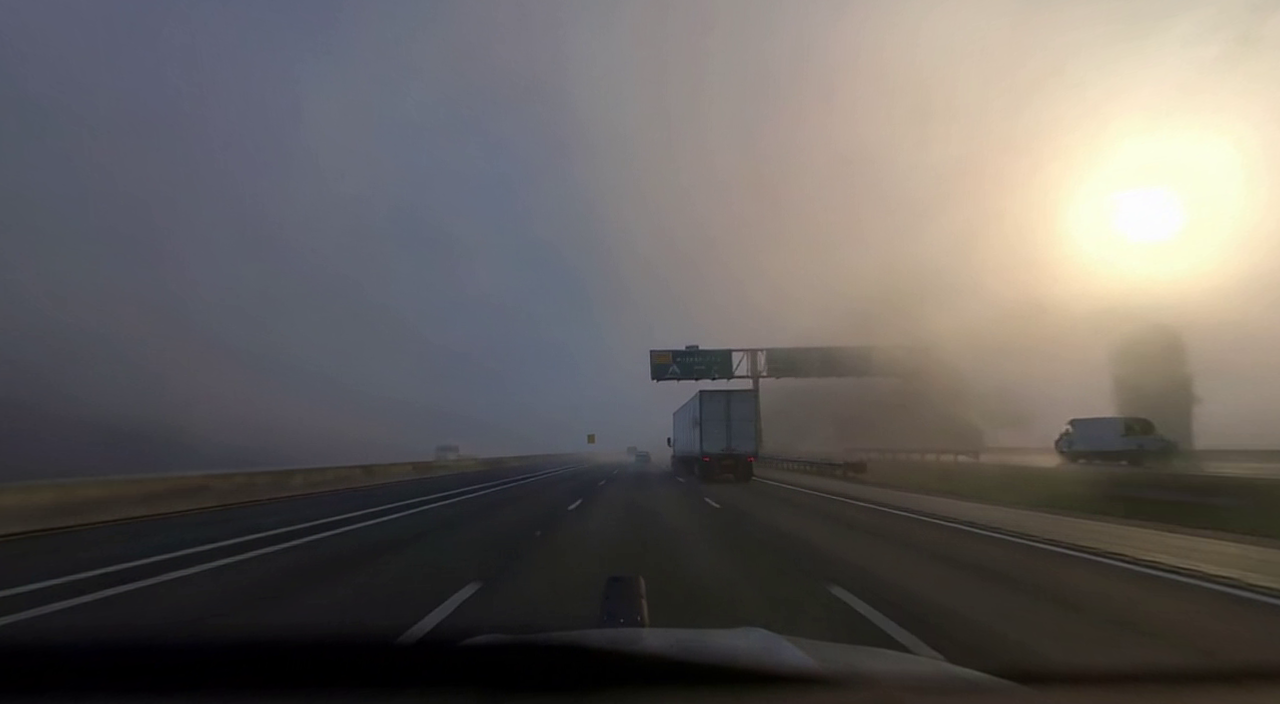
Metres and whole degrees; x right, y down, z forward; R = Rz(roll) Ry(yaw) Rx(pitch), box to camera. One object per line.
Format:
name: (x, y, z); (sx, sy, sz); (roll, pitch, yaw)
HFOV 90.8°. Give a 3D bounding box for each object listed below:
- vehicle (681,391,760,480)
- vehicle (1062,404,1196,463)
vehicle: (4.317, 5.003, 37.048); (3.058, 4.312, 12.251); (0, -9, 0)
vehicle: (37.770, 6.579, 49.586); (3.058, 4.007, 11.965); (-2, -9, 11)
